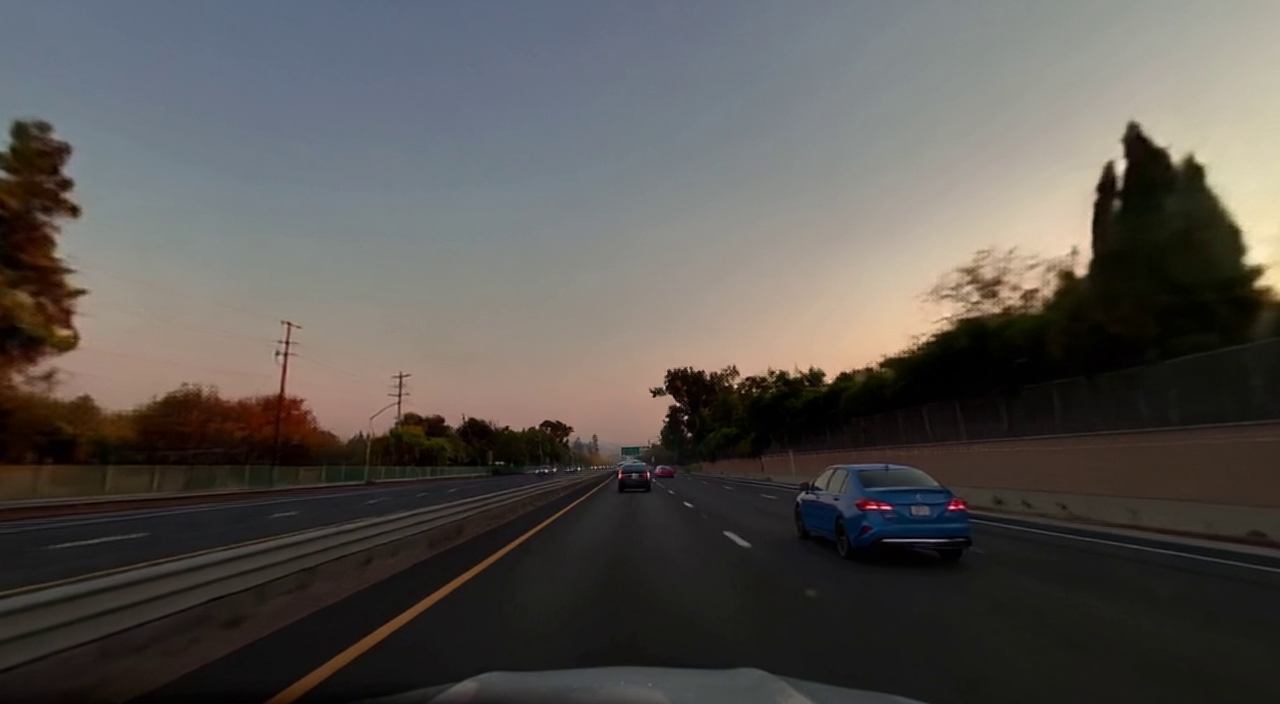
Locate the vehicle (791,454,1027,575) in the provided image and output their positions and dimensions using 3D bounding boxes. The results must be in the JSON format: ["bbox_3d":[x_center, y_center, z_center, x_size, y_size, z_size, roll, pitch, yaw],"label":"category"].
[{"bbox_3d":[3.937,2.459,10.138,1.938,1.494,4.032,1,-11,-1],"label":"vehicle"}]

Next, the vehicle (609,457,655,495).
[{"bbox_3d":[-0.363,5.856,29.870,2.037,1.605,3.833,1,-11,-1],"label":"vehicle"}]
